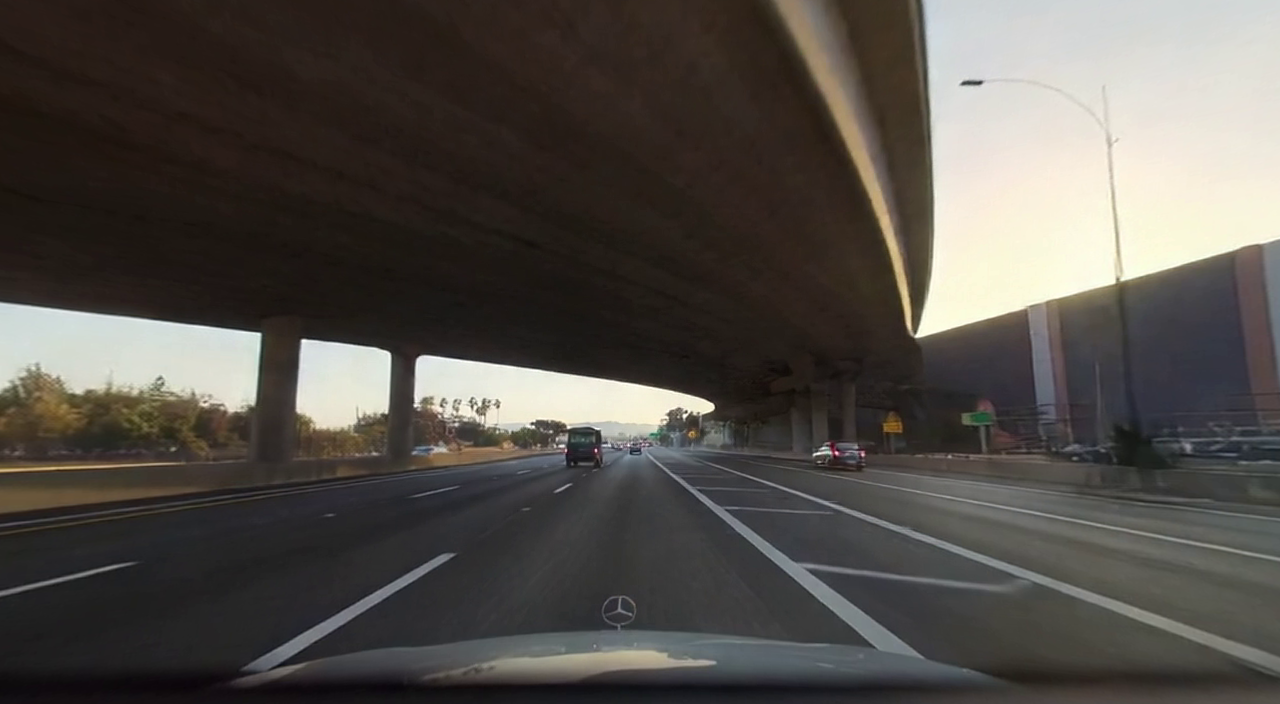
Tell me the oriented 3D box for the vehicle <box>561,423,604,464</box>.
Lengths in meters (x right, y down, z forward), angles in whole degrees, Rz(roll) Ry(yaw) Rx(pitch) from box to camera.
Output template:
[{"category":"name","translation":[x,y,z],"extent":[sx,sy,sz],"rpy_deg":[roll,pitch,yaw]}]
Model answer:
[{"category":"vehicle","translation":[-4.284,7.055,48.678],"extent":[2.881,2.937,7.045],"rpy_deg":[0,-9,-2]}]

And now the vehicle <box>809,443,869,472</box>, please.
[{"category":"vehicle","translation":[11.014,5.869,35.245],"extent":[2.035,1.491,4.246],"rpy_deg":[0,-9,1]}]
